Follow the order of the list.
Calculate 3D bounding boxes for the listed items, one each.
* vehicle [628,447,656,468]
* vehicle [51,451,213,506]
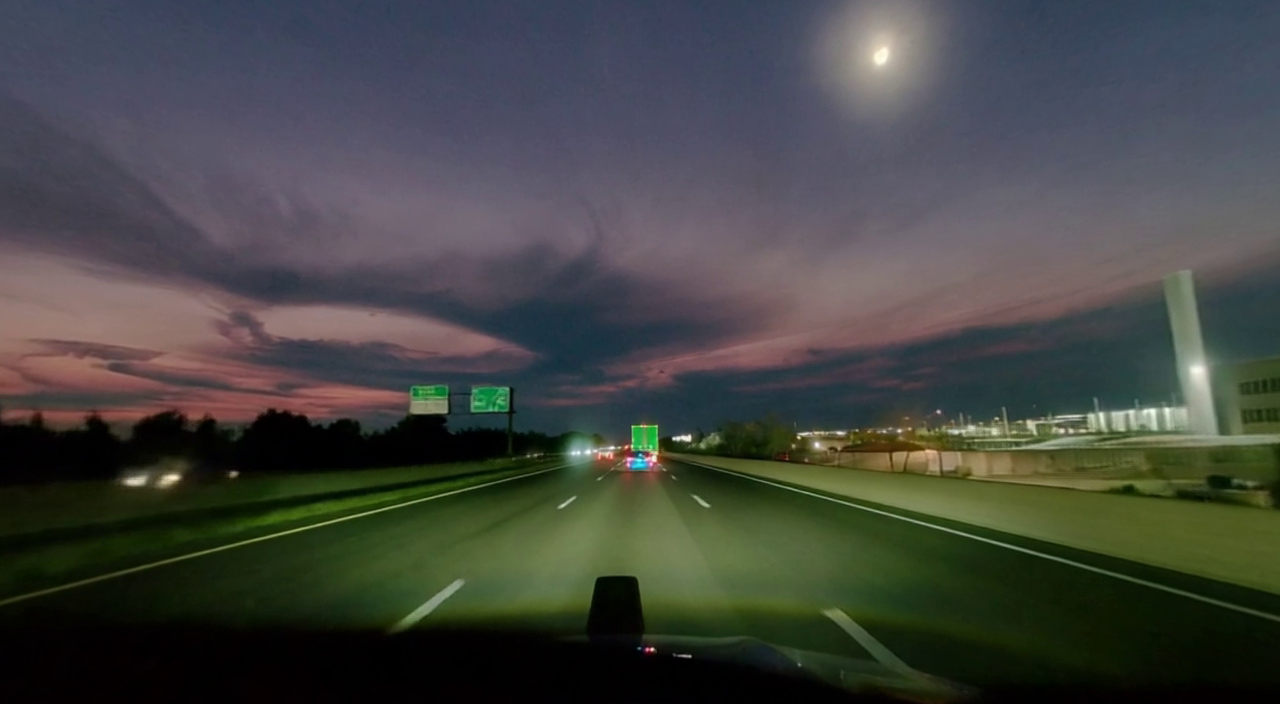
[{"bbox_3d":[0.199,8.204,49.199,2.094,1.559,3.945,-1,-9,1],"label":"vehicle"},{"bbox_3d":[-17.071,4.216,21.534,1.858,1.642,4.420,-1,-9,0],"label":"vehicle"}]
